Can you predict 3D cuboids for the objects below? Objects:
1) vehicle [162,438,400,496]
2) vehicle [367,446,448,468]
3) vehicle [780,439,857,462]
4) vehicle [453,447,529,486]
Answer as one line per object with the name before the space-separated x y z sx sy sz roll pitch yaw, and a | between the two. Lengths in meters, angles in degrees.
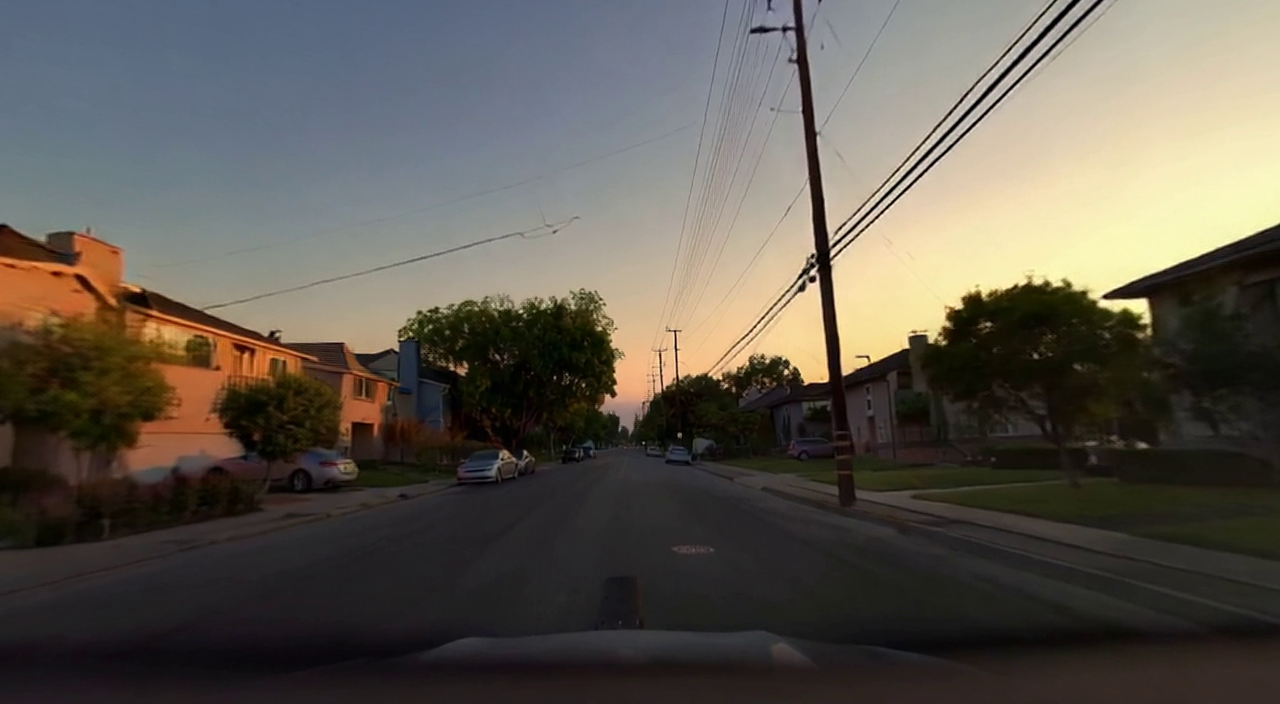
vehicle | -12.183 3.951 21.954 6.619 1.759 2.632 -1 -9 -2
vehicle | -16.142 7.282 43.991 4.833 1.489 1.987 0 -9 2
vehicle | 12.062 6.685 42.807 4.605 1.492 1.898 0 -9 -1
vehicle | -6.488 5.036 28.142 2.208 1.491 5.089 0 -8 -1
